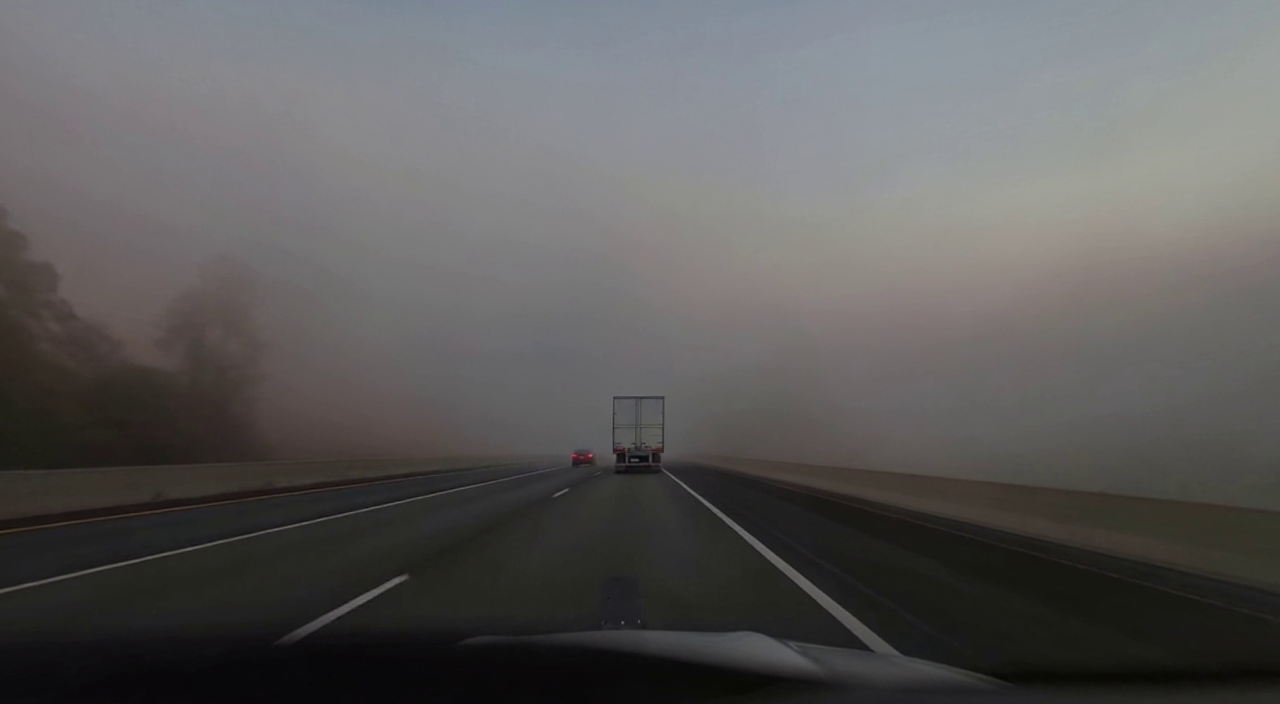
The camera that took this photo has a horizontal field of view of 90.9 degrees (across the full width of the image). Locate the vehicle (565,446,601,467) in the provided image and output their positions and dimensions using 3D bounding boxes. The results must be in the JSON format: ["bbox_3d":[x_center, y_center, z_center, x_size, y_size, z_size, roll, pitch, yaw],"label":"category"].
[{"bbox_3d":[-4.197,7.814,47.126,2.206,1.478,4.824,0,-9,0],"label":"vehicle"}]

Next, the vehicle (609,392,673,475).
[{"bbox_3d":[0.057,4.568,34.375,2.959,3.828,9.617,0,-9,0],"label":"vehicle"}]
